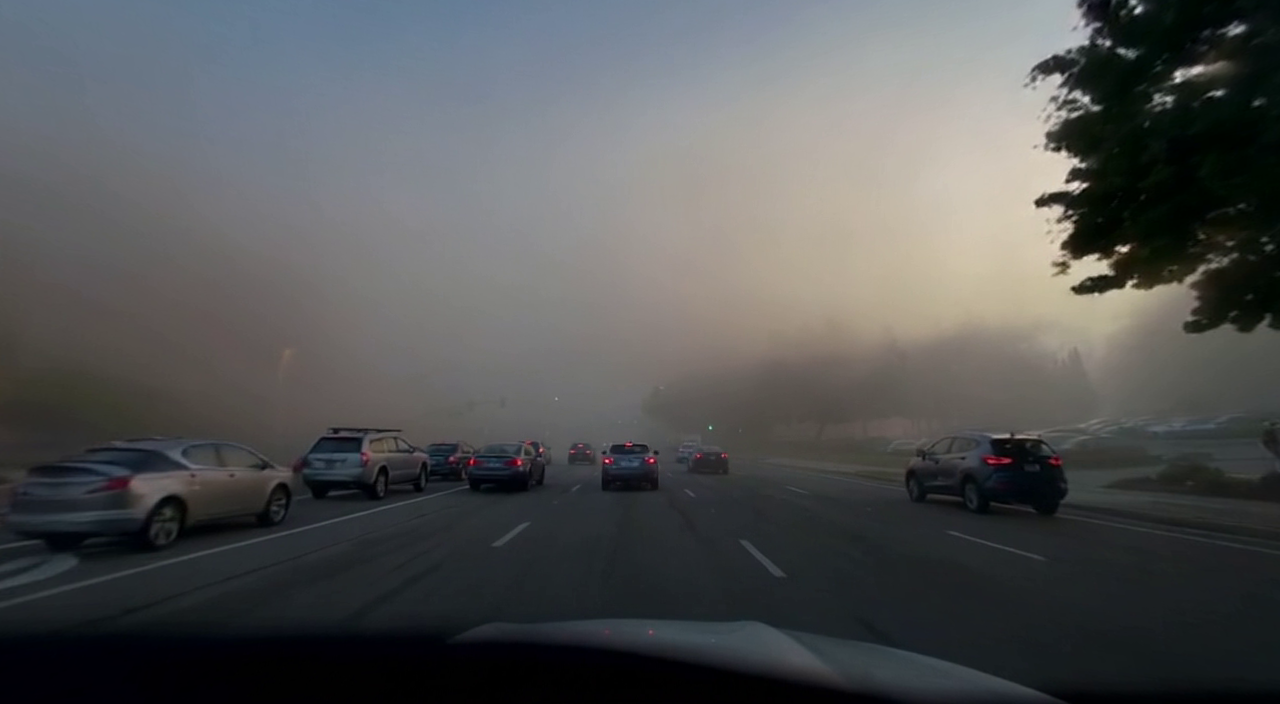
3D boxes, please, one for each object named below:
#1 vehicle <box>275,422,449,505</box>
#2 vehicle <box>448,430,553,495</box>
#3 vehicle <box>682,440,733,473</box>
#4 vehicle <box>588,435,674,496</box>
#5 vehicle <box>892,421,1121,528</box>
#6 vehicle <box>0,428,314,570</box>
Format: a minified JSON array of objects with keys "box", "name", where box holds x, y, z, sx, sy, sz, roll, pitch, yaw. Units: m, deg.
[{"box":[-6.784,2.802,16.328,1.864,1.737,5.689,0,-9,1],"name":"vehicle"},{"box":[-3.851,3.150,18.299,2.009,1.619,4.376,0,-9,1],"name":"vehicle"},{"box":[3.255,5.131,31.130,1.905,1.473,4.183,0,-9,-2],"name":"vehicle"},{"box":[-0.250,3.177,18.022,2.161,1.501,4.184,0,-9,0],"name":"vehicle"},{"box":[6.683,2.266,12.194,1.889,1.681,4.120,0,-9,0],"name":"vehicle"},{"box":[-6.837,1.918,9.100,1.877,1.493,4.624,0,-9,-1],"name":"vehicle"}]
